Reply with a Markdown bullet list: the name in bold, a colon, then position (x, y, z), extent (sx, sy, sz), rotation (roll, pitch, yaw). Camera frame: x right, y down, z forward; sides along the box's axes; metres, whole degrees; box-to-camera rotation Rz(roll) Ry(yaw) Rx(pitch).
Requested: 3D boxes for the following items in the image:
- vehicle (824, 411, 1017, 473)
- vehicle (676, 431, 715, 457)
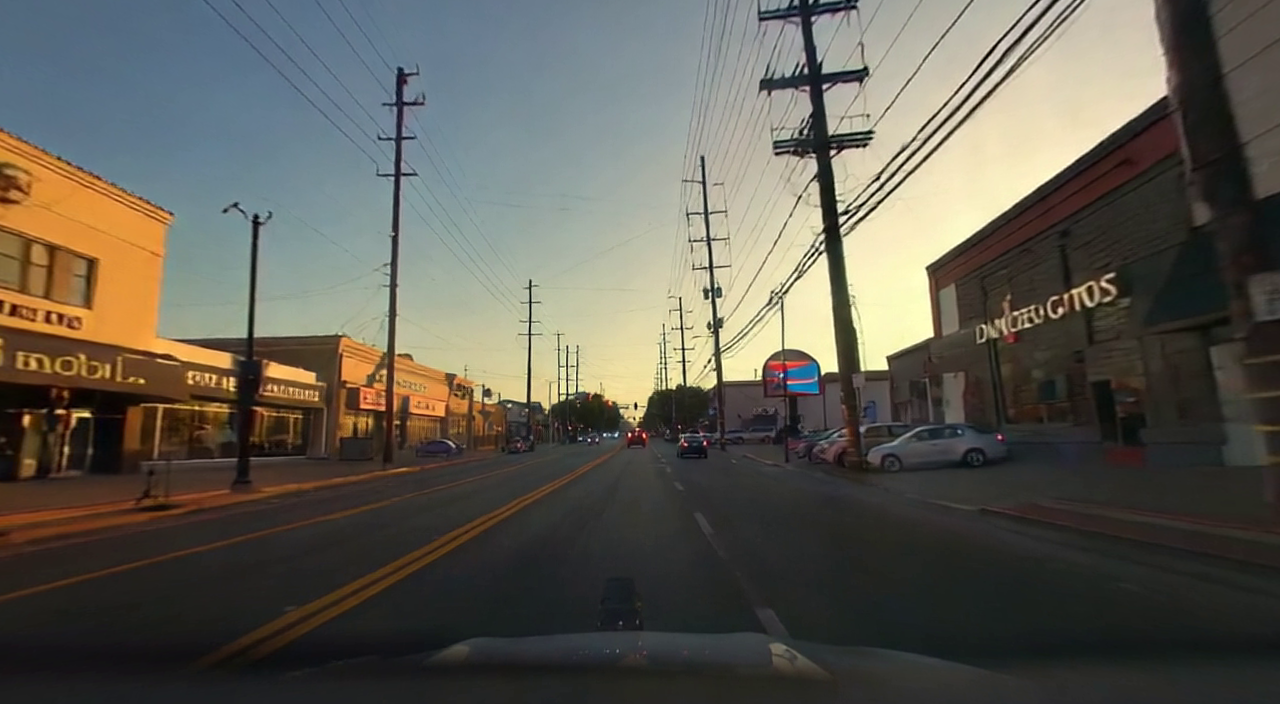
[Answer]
- **vehicle**: position (9.981, 3.234, 22.925), extent (5.771, 2.013, 2.414), rotation (-1, -8, 0)
- **vehicle**: position (3.382, 5.674, 39.091), extent (1.926, 1.482, 4.442), rotation (0, -8, -1)
